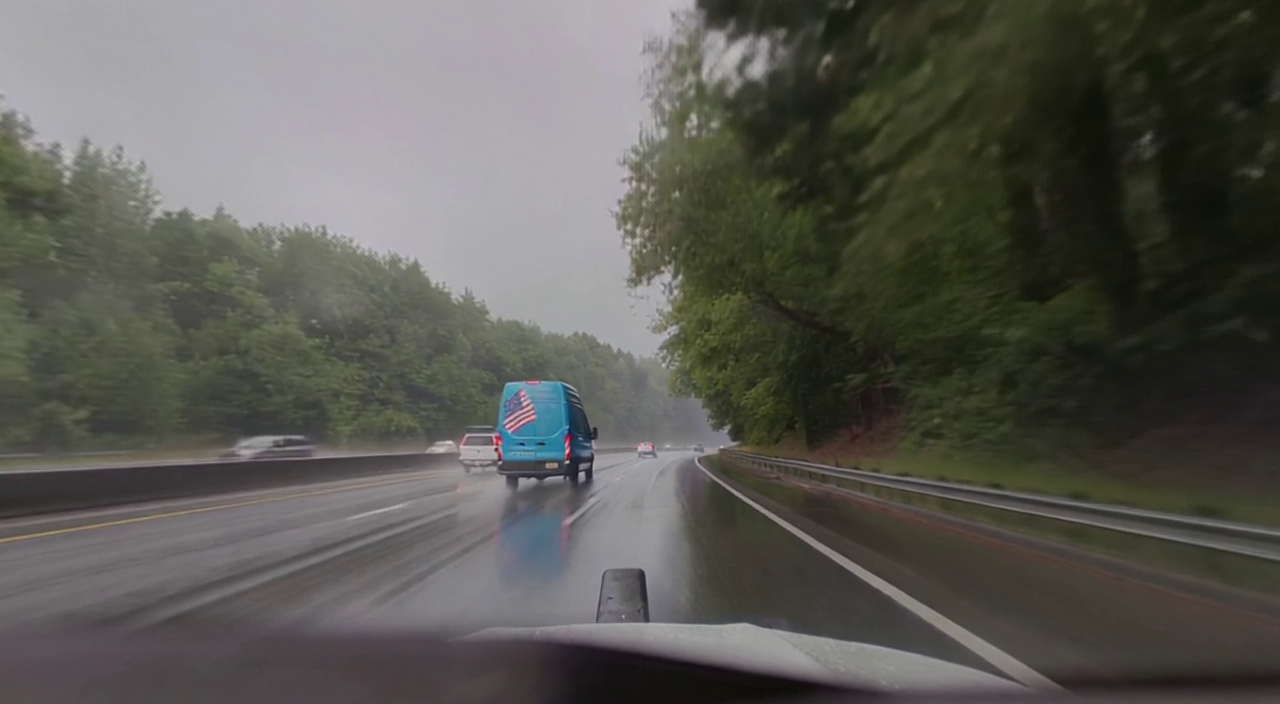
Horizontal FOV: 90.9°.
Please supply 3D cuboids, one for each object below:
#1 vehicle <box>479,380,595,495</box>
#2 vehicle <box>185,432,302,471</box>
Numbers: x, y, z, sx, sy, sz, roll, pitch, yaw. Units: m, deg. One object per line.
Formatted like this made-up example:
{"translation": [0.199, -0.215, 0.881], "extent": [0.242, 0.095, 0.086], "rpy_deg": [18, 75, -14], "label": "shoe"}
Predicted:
{"translation": [-2.819, 2.572, 18.860], "extent": [2.319, 2.883, 5.632], "rpy_deg": [0, -8, 2], "label": "vehicle"}
{"translation": [-20.016, 5.067, 32.232], "extent": [2.319, 1.830, 5.373], "rpy_deg": [-1, -9, 3], "label": "vehicle"}
